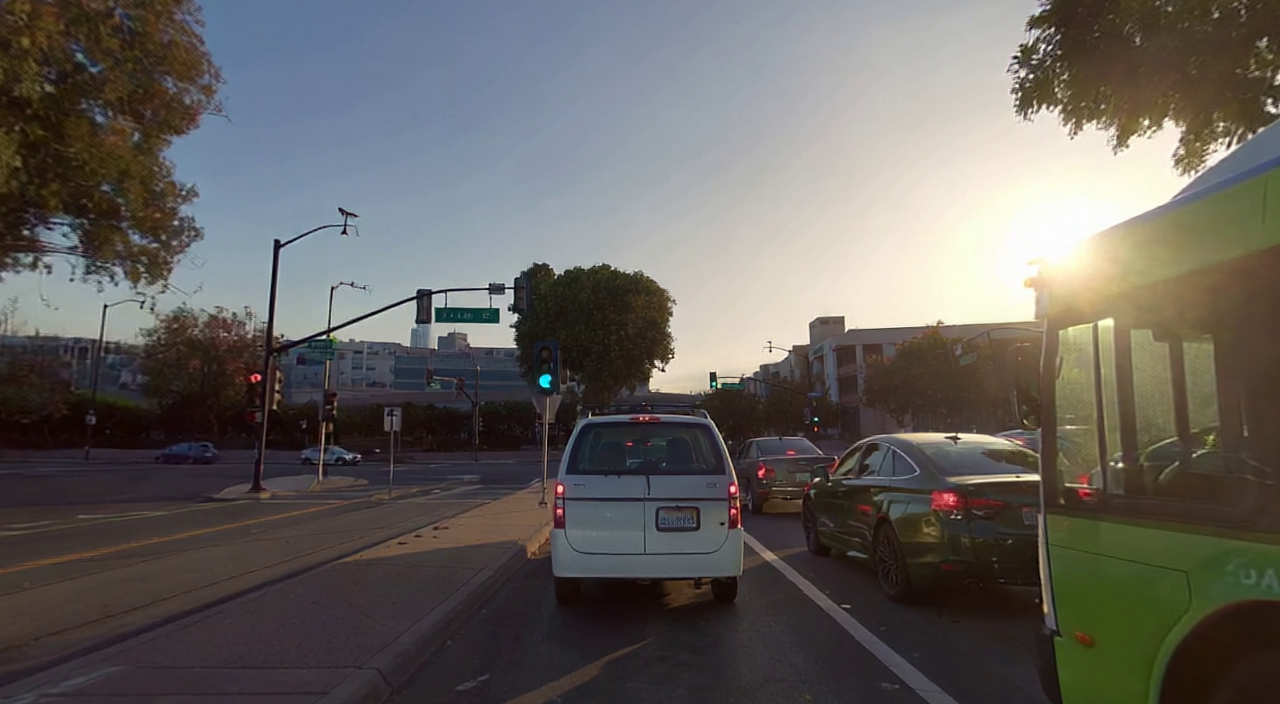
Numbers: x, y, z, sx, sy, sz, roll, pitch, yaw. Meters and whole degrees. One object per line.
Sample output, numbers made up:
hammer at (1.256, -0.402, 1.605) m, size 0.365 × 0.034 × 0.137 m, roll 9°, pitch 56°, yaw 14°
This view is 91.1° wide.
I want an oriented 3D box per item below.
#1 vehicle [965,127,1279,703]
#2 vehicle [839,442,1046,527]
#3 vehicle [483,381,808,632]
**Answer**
vehicle at (2.613, 0.316, 0.427) m, size 2.037 × 2.065 × 5.037 m, roll 0°, pitch -8°, yaw 0°
vehicle at (5.978, 2.637, 13.226) m, size 1.987 × 1.457 × 4.675 m, roll 0°, pitch -8°, yaw -1°
vehicle at (0.012, 1.474, 7.007) m, size 2.381 × 1.842 × 4.603 m, roll 0°, pitch -8°, yaw -1°
